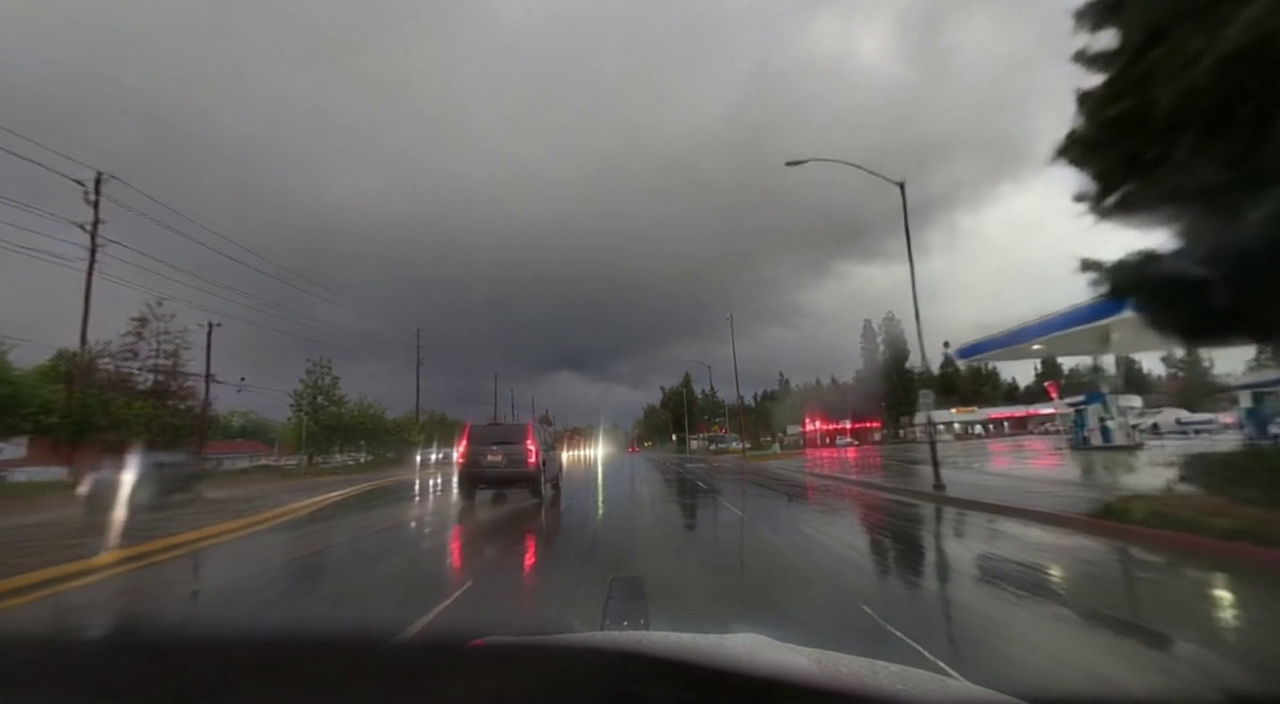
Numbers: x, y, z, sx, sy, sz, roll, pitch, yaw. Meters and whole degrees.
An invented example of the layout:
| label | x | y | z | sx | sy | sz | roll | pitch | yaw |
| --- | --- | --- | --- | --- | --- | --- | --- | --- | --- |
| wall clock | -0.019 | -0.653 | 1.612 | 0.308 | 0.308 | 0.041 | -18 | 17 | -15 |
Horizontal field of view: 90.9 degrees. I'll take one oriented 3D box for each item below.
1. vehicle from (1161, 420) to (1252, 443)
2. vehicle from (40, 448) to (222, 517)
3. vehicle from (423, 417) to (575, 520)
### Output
| label | x | y | z | sx | sy | sz | roll | pitch | yaw |
| --- | --- | --- | --- | --- | --- | --- | --- | --- | --- |
| vehicle | 38.843 | 5.544 | 43.364 | 1.888 | 1.457 | 4.813 | -1 | -8 | 2 |
| vehicle | -16.795 | 4.258 | 21.239 | 2.116 | 1.846 | 4.952 | -3 | -8 | -1 |
| vehicle | -2.800 | 2.452 | 13.862 | 2.190 | 1.844 | 4.751 | 0 | -8 | 1 |
